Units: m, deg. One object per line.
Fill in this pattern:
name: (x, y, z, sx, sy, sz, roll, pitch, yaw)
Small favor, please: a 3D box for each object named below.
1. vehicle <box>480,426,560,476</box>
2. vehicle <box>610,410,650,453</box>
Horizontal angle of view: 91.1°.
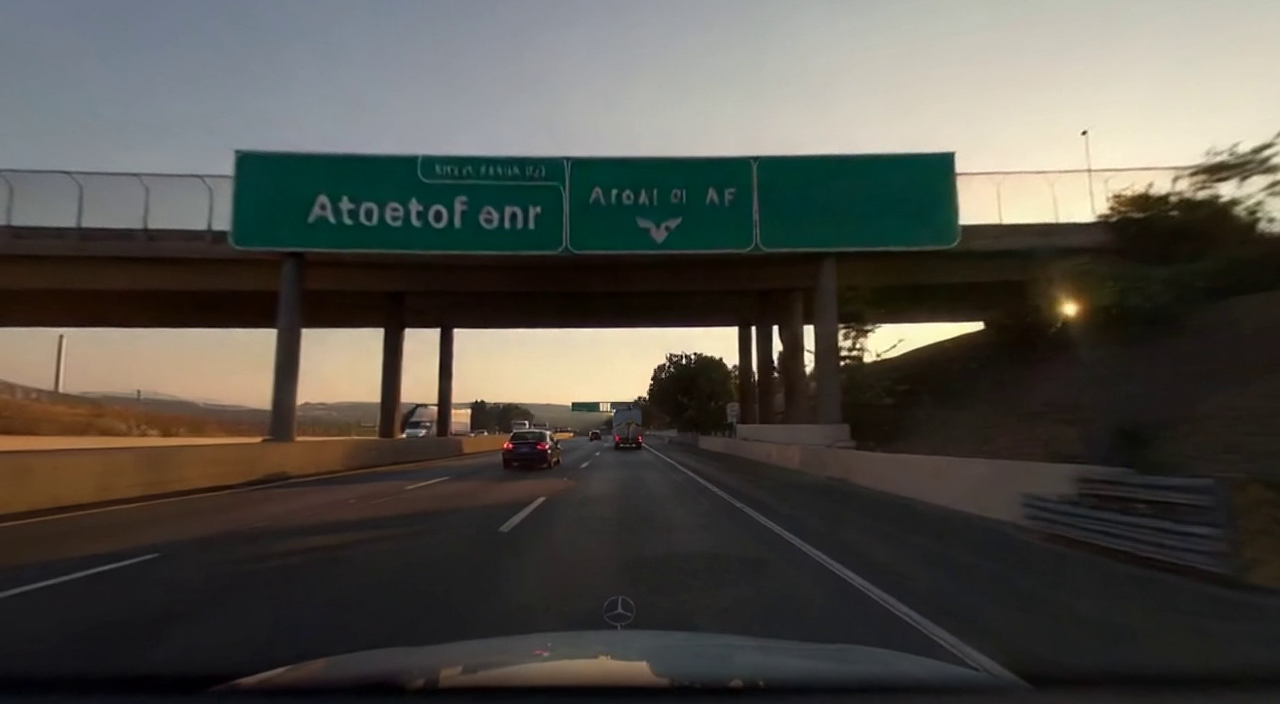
vehicle: (-3.922, 3.304, 21.183, 1.955, 1.508, 3.996, 0, -8, -1)
vehicle: (-0.794, 5.464, 43.091, 2.418, 2.704, 6.445, 0, -8, -4)
